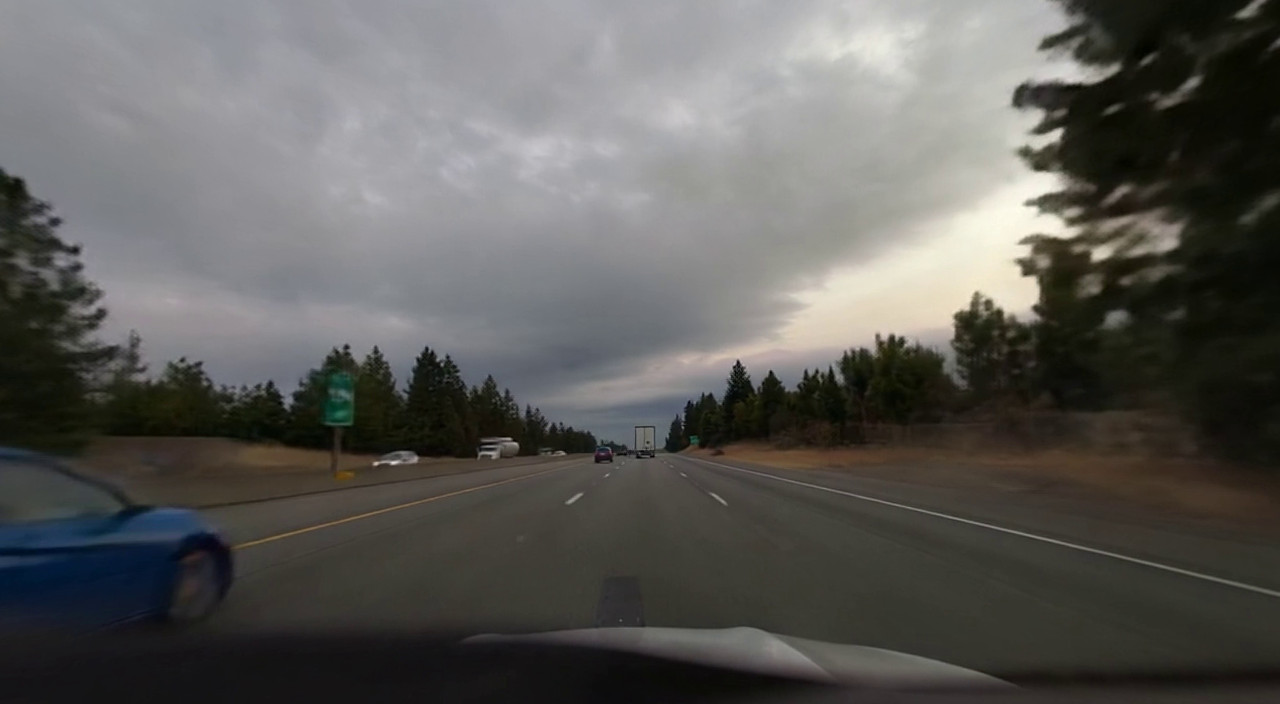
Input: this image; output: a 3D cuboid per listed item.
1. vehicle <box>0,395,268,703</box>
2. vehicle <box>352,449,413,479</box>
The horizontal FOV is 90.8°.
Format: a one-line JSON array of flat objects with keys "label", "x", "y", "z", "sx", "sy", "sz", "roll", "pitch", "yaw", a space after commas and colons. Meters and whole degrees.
[{"label": "vehicle", "x": -4.027, "y": 1.008, "z": 3.079, "sx": 2.018, "sy": 1.548, "sz": 3.849, "roll": -1, "pitch": -9, "yaw": 1}, {"label": "vehicle", "x": -16.506, "y": 7.168, "z": 40.712, "sx": 1.886, "sy": 1.753, "sz": 4.567, "roll": -1, "pitch": -9, "yaw": 1}]
